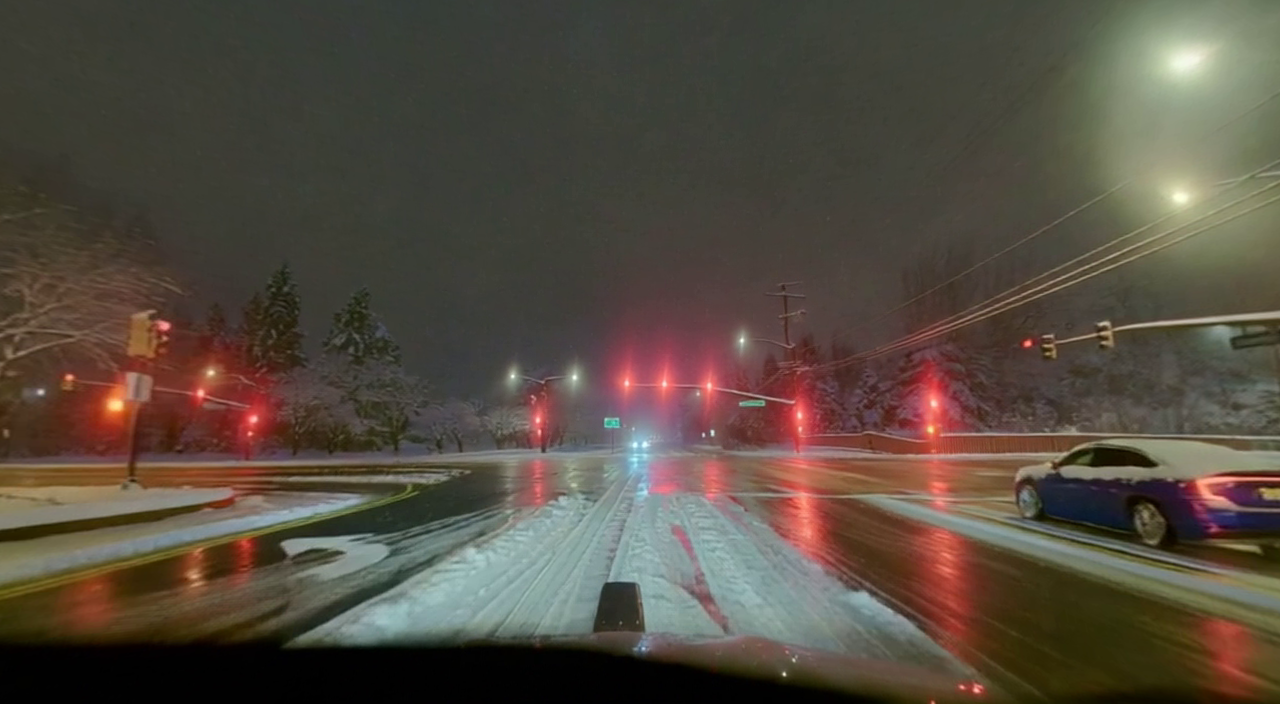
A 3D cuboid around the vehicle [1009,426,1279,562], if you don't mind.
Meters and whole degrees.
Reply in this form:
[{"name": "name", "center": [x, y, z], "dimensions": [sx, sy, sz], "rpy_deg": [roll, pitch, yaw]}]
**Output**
[{"name": "vehicle", "center": [7.375, 1.910, 9.150], "dimensions": [1.797, 1.544, 3.685], "rpy_deg": [0, -9, 0]}]
